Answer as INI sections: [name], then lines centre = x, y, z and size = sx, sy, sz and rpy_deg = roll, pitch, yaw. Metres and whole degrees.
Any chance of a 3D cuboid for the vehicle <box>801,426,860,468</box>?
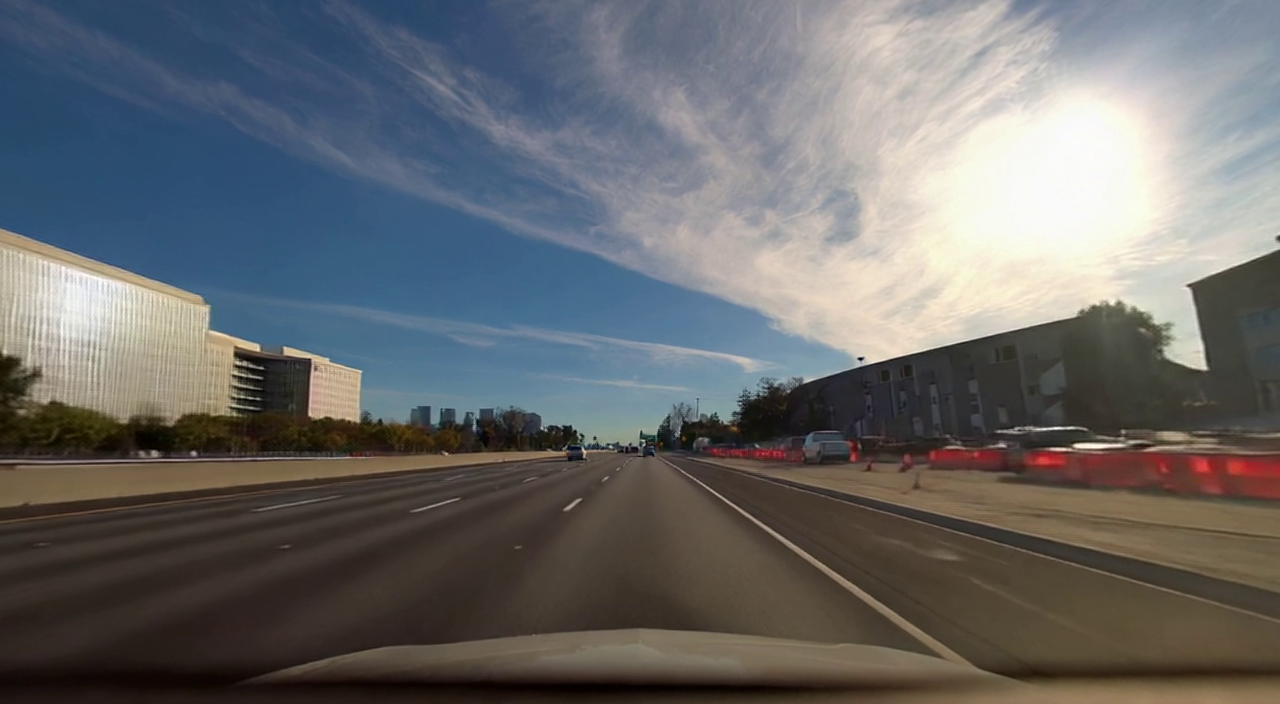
[vehicle]
centre = 14.311, 7.223, 47.633
size = 2.763, 2.805, 4.926
rpy_deg = -2, -10, 0
